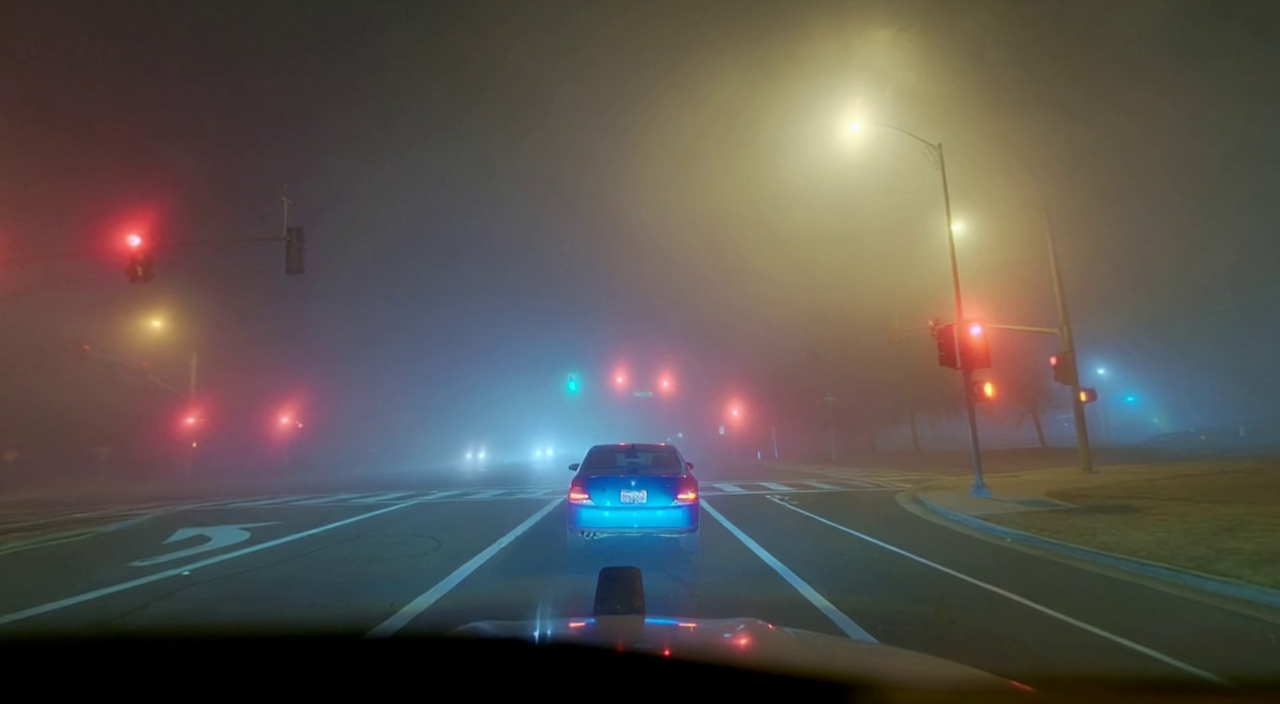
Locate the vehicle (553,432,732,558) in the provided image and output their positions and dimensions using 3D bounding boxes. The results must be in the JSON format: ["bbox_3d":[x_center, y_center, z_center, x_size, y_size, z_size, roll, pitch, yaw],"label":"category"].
[{"bbox_3d":[-0.004,1.998,9.513,2.107,1.470,3.974,0,-9,-1],"label":"vehicle"}]
